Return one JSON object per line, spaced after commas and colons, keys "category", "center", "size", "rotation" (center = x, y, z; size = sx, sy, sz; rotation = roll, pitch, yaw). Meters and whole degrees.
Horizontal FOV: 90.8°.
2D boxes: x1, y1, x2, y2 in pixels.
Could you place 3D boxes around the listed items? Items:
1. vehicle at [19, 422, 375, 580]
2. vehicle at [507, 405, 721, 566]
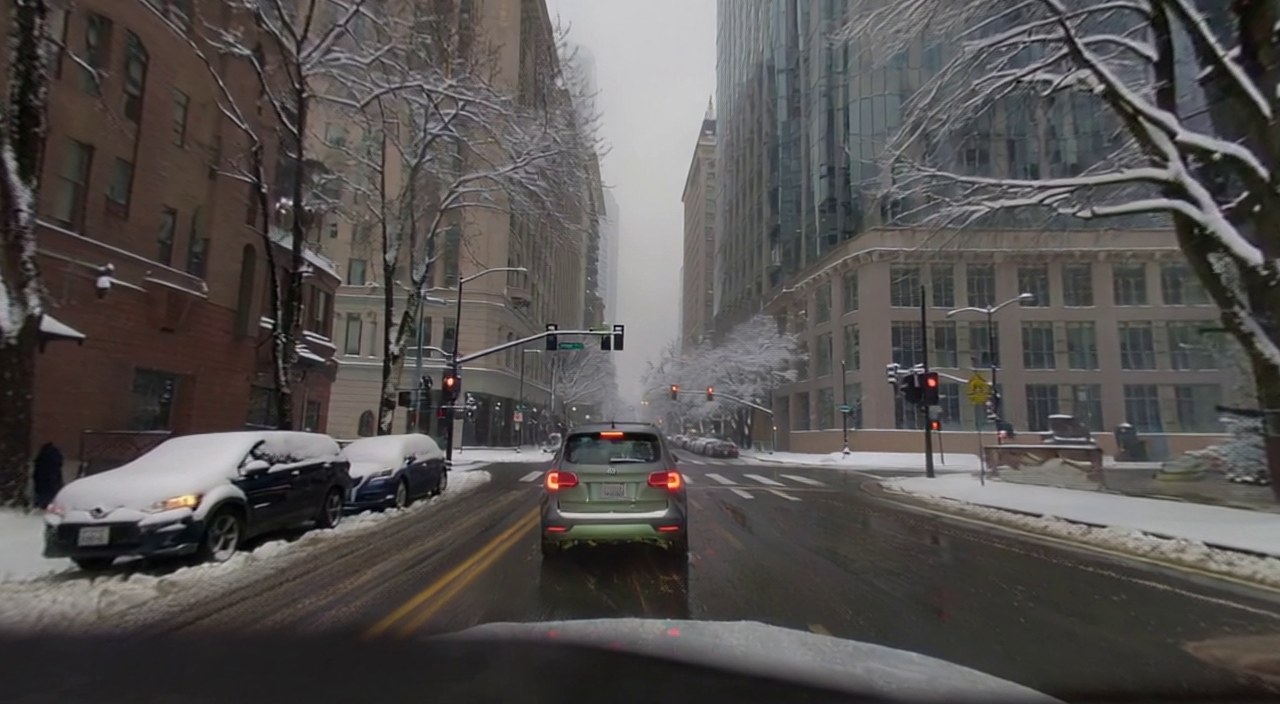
{"category": "vehicle", "center": [-5.763, 1.957, 9.172], "size": [1.904, 1.684, 4.529], "rotation": [0, -9, -1]}
{"category": "vehicle", "center": [-0.249, 1.707, 8.705], "size": [2.258, 1.687, 3.934], "rotation": [0, -9, 1]}
